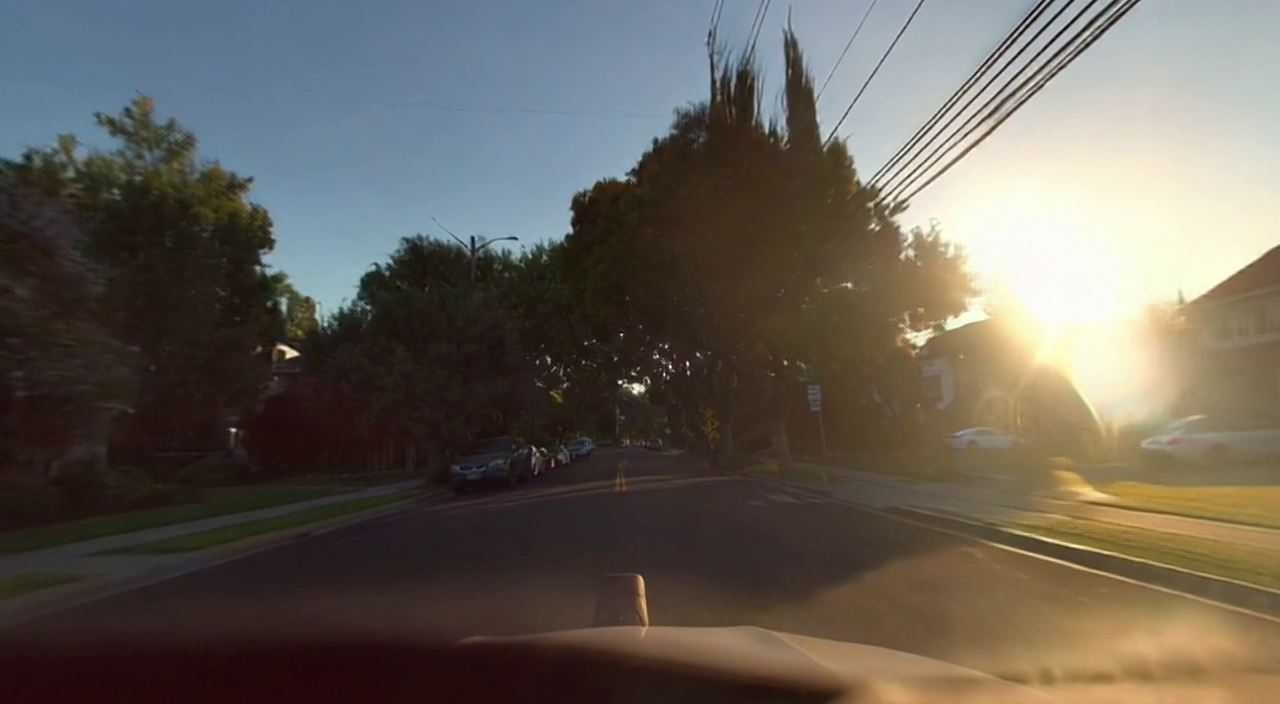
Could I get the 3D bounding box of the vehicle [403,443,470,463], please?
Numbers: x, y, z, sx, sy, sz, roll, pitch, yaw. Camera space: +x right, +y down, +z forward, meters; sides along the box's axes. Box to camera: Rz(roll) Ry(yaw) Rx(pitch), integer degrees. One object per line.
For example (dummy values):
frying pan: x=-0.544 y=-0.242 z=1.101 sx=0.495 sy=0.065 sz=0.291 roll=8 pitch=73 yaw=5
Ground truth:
vehicle: x=-15.087 y=7.511 z=46.996 sx=4.382 sy=1.462 sz=1.874 roll=0 pitch=-8 yaw=-2

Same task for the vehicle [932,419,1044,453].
vehicle: x=17.437 y=4.259 z=31.864 sx=4.372 sy=1.490 sz=2.032 roll=-2 pitch=-10 yaw=1

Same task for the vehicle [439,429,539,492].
vehicle: x=-5.778 y=4.192 z=25.051 sx=2.411 sy=1.979 sz=5.915 roll=-5 pitch=-8 yaw=0

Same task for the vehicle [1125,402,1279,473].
vehicle: x=16.432 y=2.317 z=17.080 sx=4.892 sy=1.774 sz=1.987 roll=0 pitch=-8 yaw=1

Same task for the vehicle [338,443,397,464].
vehicle: x=-20.073 y=7.475 z=46.663 sx=3.553 sy=1.471 sz=1.816 roll=0 pitch=-8 yaw=-2
